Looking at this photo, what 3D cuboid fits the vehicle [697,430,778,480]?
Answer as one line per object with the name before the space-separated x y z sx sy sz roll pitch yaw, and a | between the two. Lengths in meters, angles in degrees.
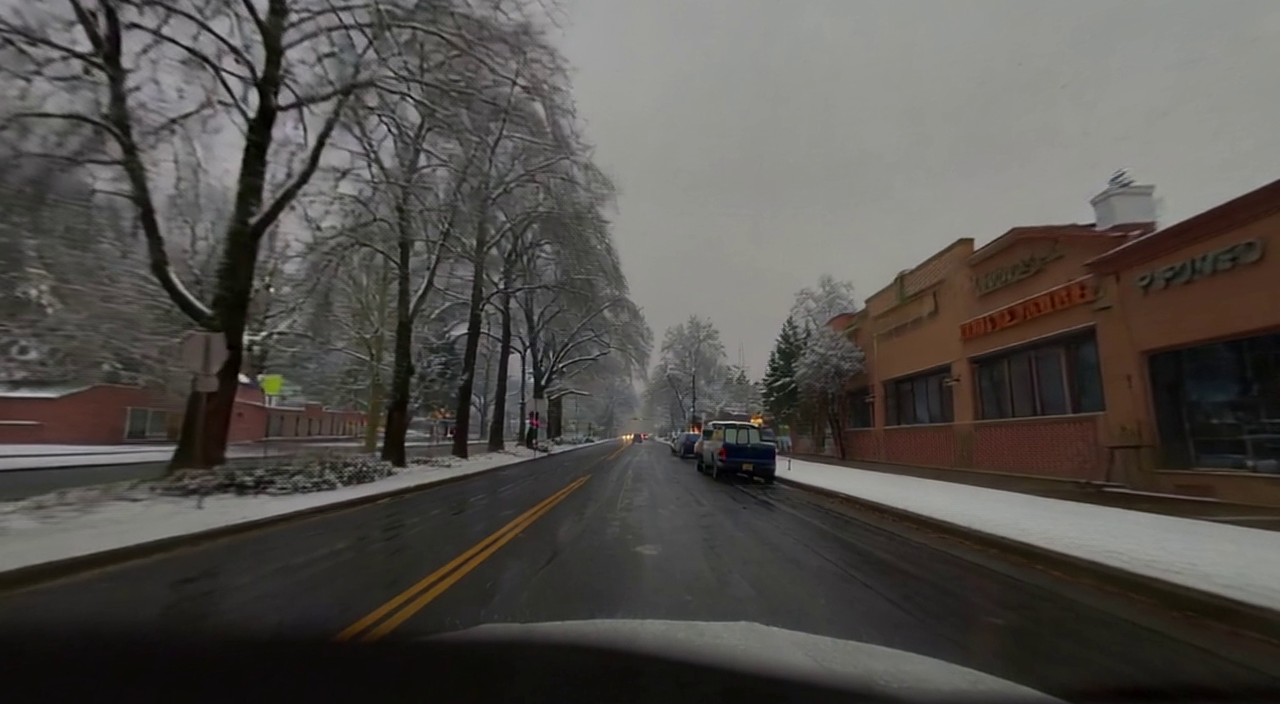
vehicle | 3.180 3.485 21.537 2.152 1.527 4.010 0 -8 0
